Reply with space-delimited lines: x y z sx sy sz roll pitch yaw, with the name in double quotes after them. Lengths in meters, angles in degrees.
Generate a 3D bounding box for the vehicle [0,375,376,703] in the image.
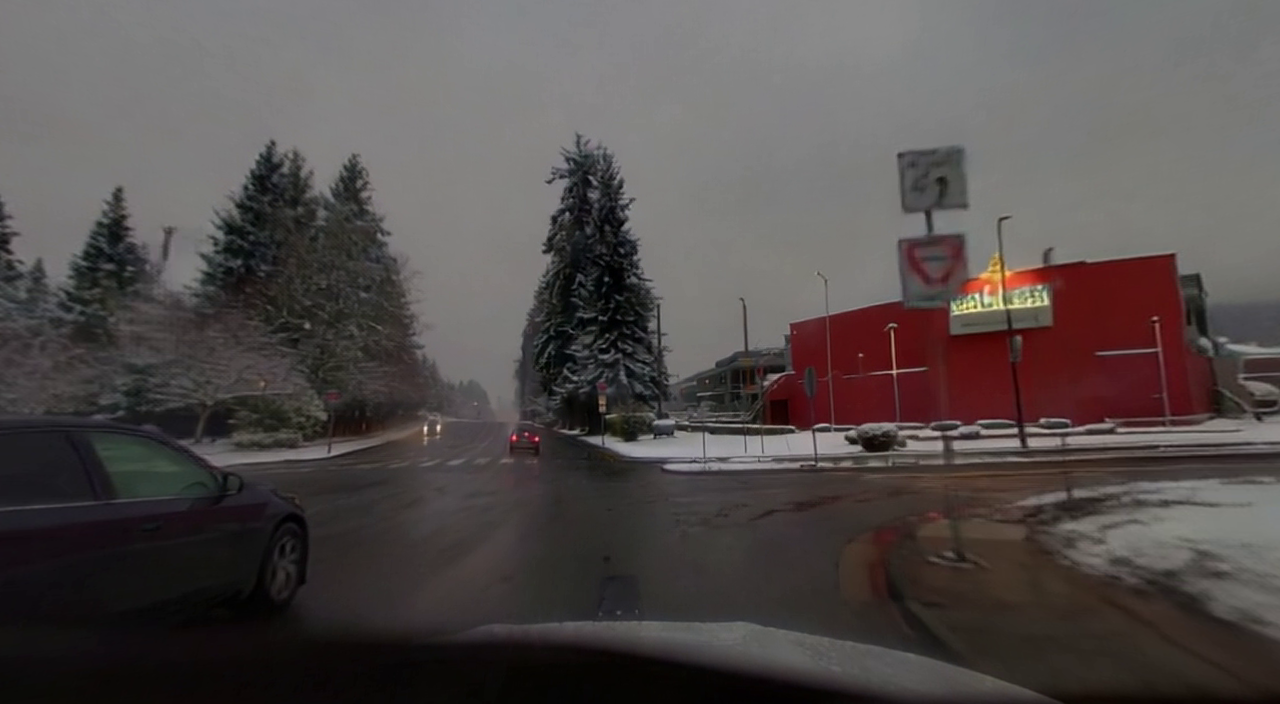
-3.143 0.954 3.128 1.853 1.478 4.381 0 -7 -1 "vehicle"

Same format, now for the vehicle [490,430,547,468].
-4.953 3.973 26.095 1.962 1.424 4.289 1 -8 -6 "vehicle"
